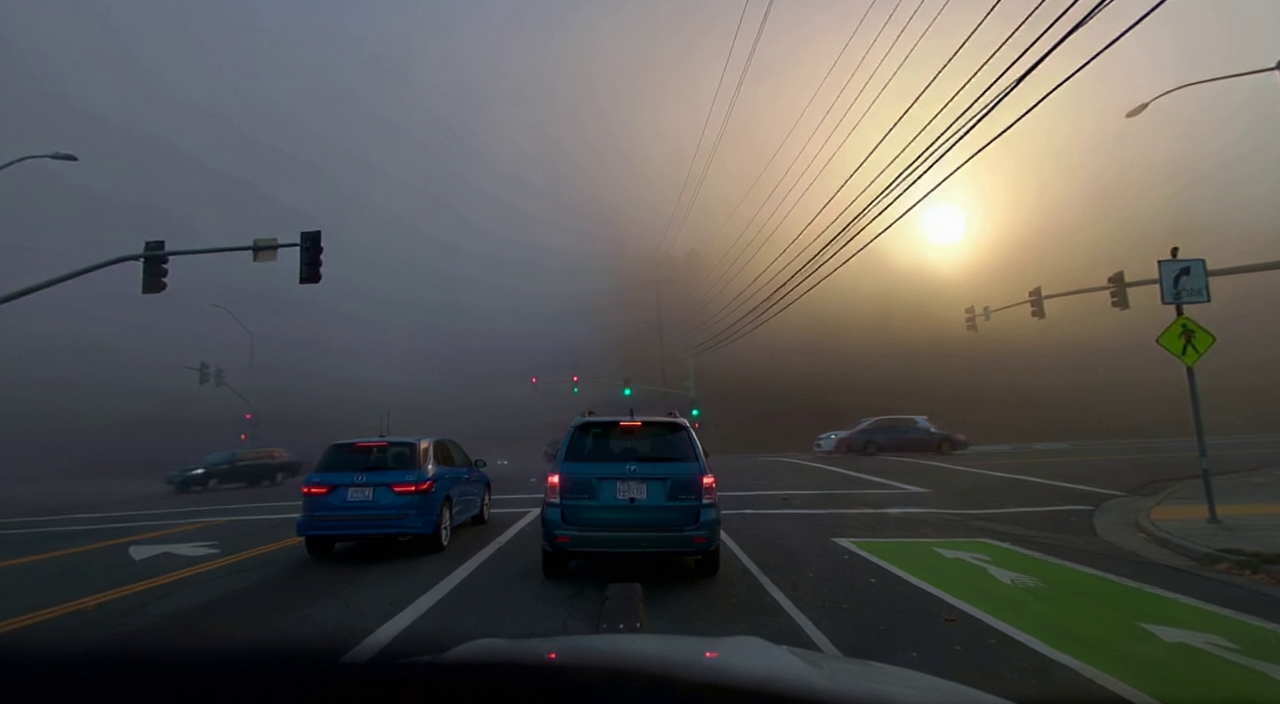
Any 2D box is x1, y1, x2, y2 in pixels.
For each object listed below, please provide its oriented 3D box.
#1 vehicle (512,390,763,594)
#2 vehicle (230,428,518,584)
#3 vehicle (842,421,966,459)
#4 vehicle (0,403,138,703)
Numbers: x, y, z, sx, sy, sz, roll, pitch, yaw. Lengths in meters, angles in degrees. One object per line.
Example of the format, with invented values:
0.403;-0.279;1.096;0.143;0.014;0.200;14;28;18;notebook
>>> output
-0.051;1.517;7.611;2.182;1.773;4.041;0;-8;-1;vehicle
-2.930;1.762;7.996;1.969;1.486;3.702;0;-8;1;vehicle
11.999;4.057;29.109;4.977;1.648;2.088;-2;-9;15;vehicle
-3.355;0.662;0.441;1.928;1.488;4.936;0;-8;0;vehicle
